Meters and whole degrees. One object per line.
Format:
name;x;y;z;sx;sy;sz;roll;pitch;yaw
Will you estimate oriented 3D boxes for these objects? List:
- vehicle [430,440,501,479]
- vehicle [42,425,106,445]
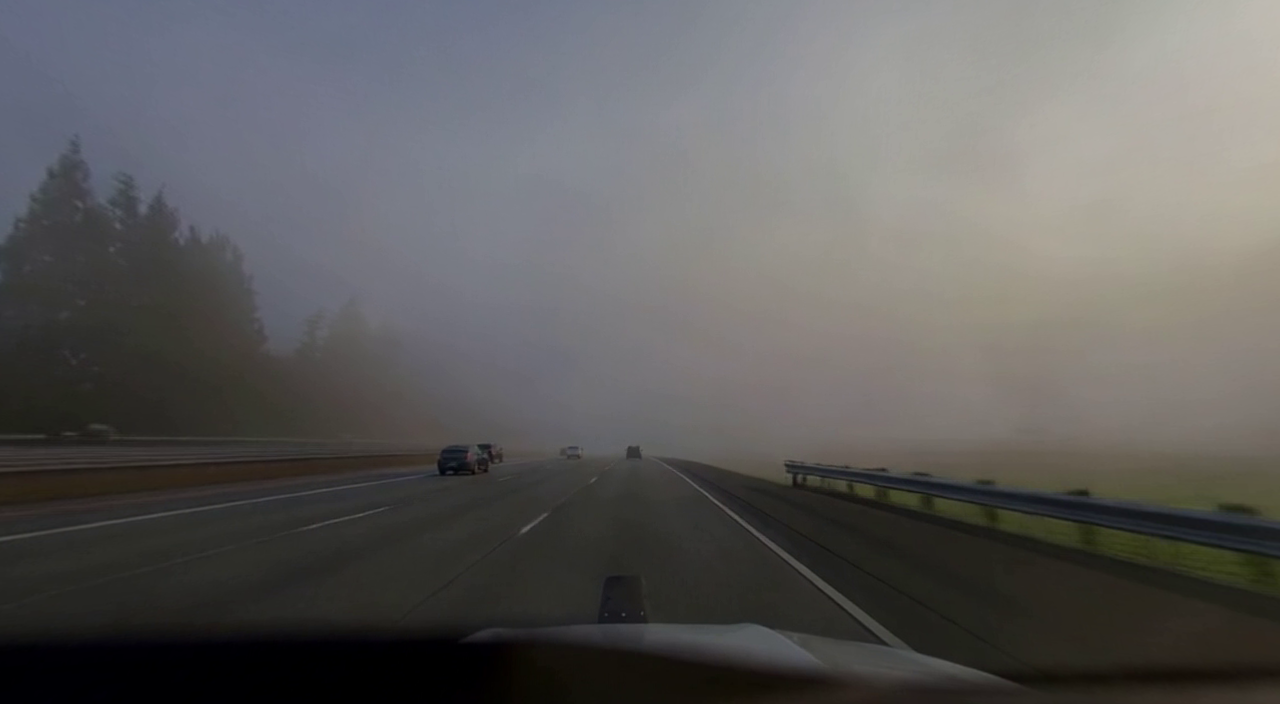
vehicle;-7.624;4.719;27.949;1.972;1.603;3.891;0;-8;0
vehicle;-42.444;6.255;47.368;1.565;1.397;3.499;0;-8;0
